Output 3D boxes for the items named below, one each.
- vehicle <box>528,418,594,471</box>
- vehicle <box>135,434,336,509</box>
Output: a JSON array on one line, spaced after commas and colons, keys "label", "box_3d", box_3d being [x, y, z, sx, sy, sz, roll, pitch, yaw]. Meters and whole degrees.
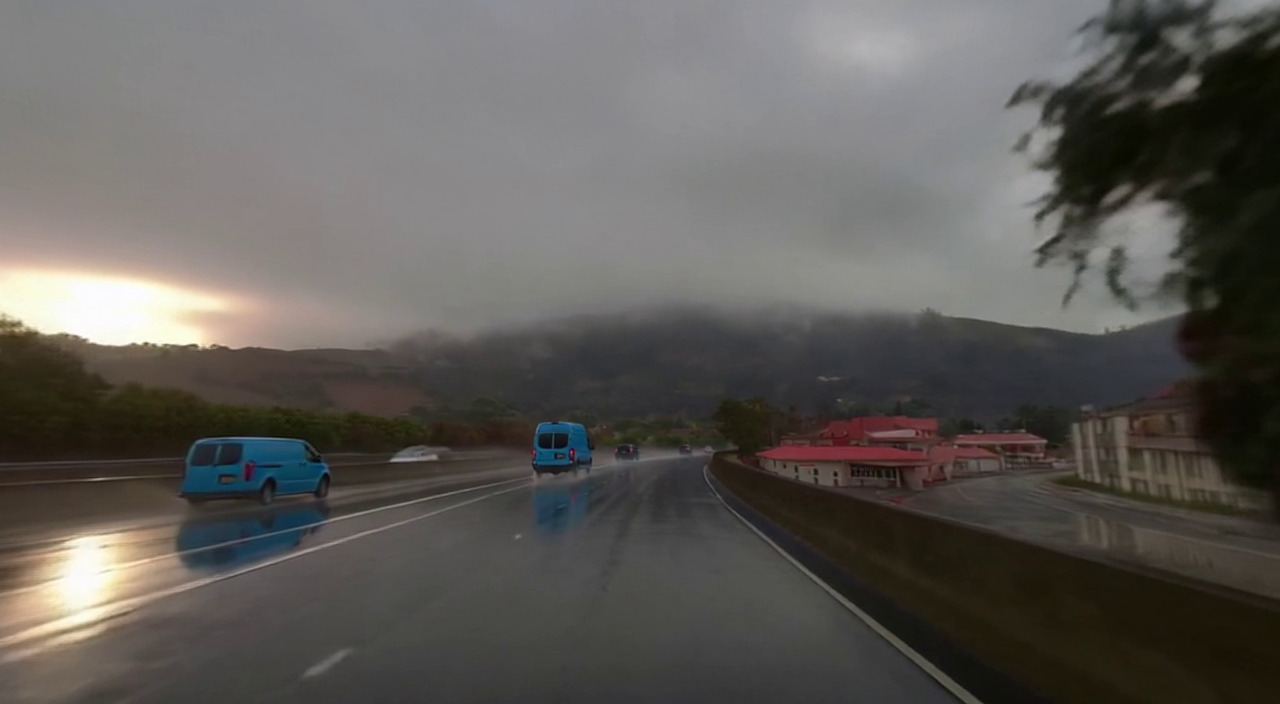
[{"label": "vehicle", "box_3d": [-4.331, 5.288, 35.945, 2.314, 2.703, 6.441, -1, -9, 6]}, {"label": "vehicle", "box_3d": [-9.420, 2.788, 15.248, 1.821, 1.524, 4.342, 0, -8, 2]}]
